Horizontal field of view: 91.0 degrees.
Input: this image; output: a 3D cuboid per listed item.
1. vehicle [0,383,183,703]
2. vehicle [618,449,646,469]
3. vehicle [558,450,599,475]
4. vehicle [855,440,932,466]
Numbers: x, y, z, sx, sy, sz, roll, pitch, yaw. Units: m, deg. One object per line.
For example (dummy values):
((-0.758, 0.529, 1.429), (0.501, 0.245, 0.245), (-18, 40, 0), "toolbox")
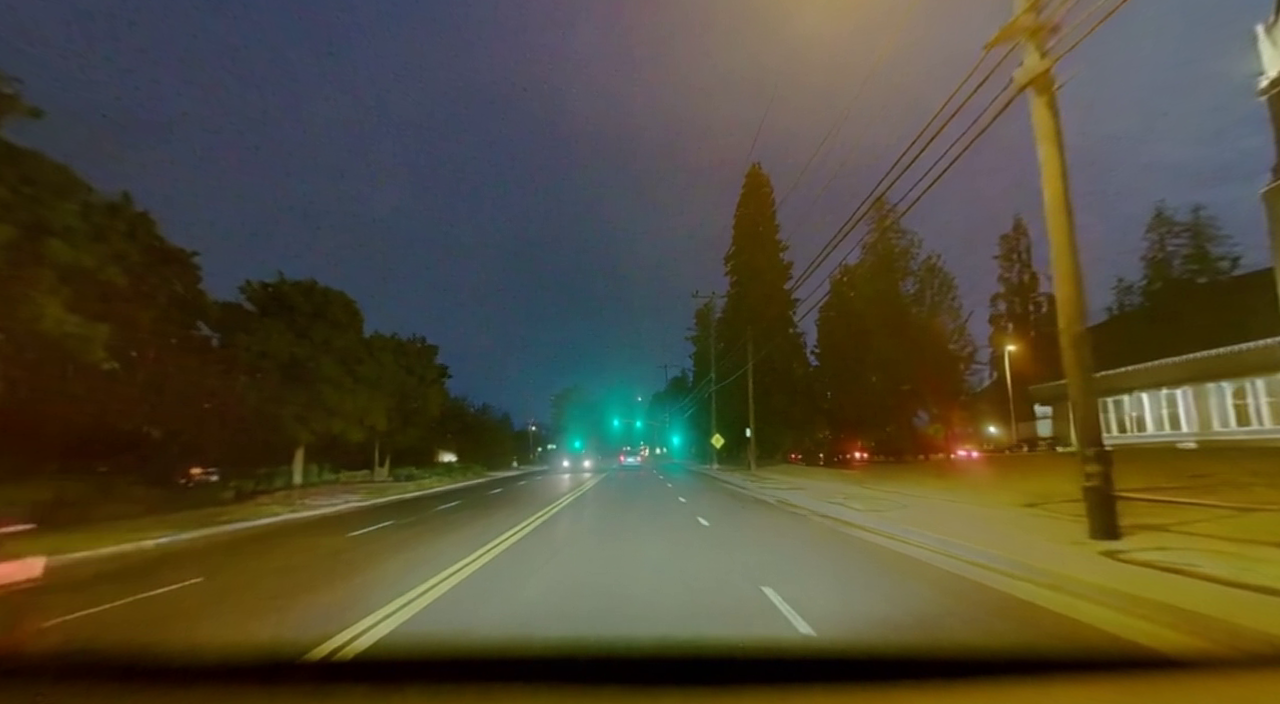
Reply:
((-3.525, 0.742, 1.136), (2.017, 1.634, 4.479), (0, -9, 0), "vehicle")
((-0.614, 8.342, 49.367), (2.093, 1.497, 4.010), (0, -9, -1), "vehicle")
((-3.781, 6.877, 39.442), (2.030, 1.490, 4.427), (0, -9, 1), "vehicle")
((18.201, 7.270, 45.370), (4.633, 1.823, 1.953), (0, -9, -1), "vehicle")
